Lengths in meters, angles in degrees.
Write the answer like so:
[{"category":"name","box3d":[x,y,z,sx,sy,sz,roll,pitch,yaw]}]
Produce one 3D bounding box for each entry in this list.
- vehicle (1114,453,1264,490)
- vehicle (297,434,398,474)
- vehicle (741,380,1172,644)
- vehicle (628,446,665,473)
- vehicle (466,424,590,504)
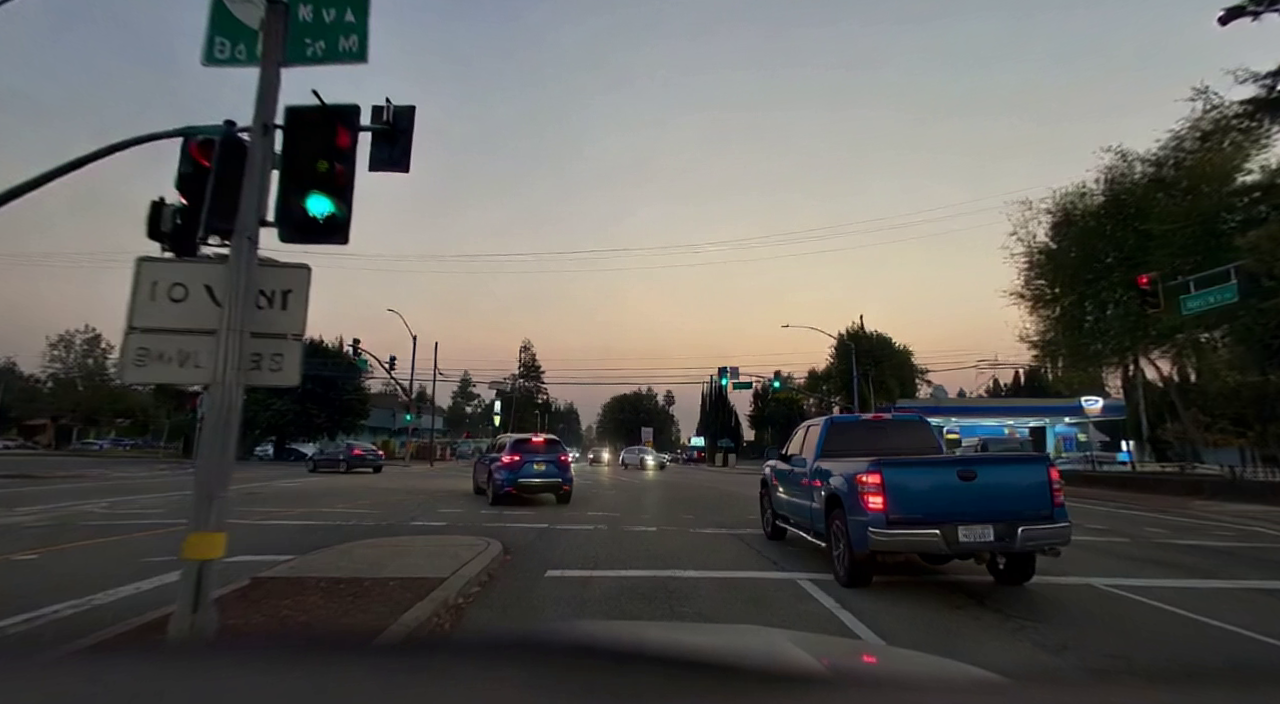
[{"category":"vehicle","box3d":[22.912,4.977,26.427,4.426,1.455,1.980,0,-8,-1]},{"category":"vehicle","box3d":[-13.885,4.810,29.871,4.498,1.725,1.921,-5,-10,28]},{"category":"vehicle","box3d":[2.622,1.486,7.046,2.036,1.818,5.192,0,-8,-1]},{"category":"vehicle","box3d":[0.370,7.380,43.454,1.977,1.726,4.721,1,-8,-7]},{"category":"vehicle","box3d":[-3.232,2.978,17.270,2.141,1.842,4.889,4,-9,-24]}]
